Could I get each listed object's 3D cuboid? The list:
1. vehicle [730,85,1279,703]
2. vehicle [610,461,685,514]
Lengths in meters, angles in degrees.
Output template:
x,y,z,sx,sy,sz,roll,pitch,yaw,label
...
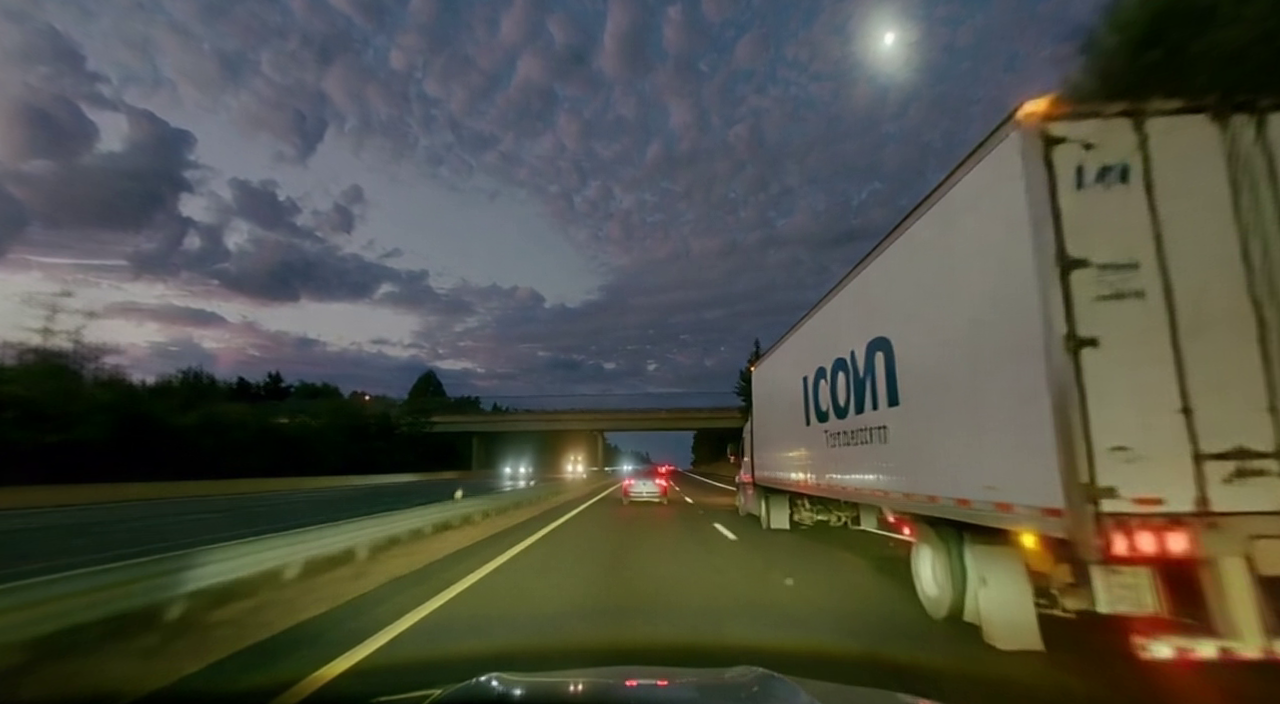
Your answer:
x,y,z,sx,sy,sz,roll,pitch,yaw,label
4.430,1.739,12.132,2.964,4.188,16.587,1,-11,0,vehicle
0.226,4.231,19.873,2.156,1.444,3.762,1,-11,0,vehicle
